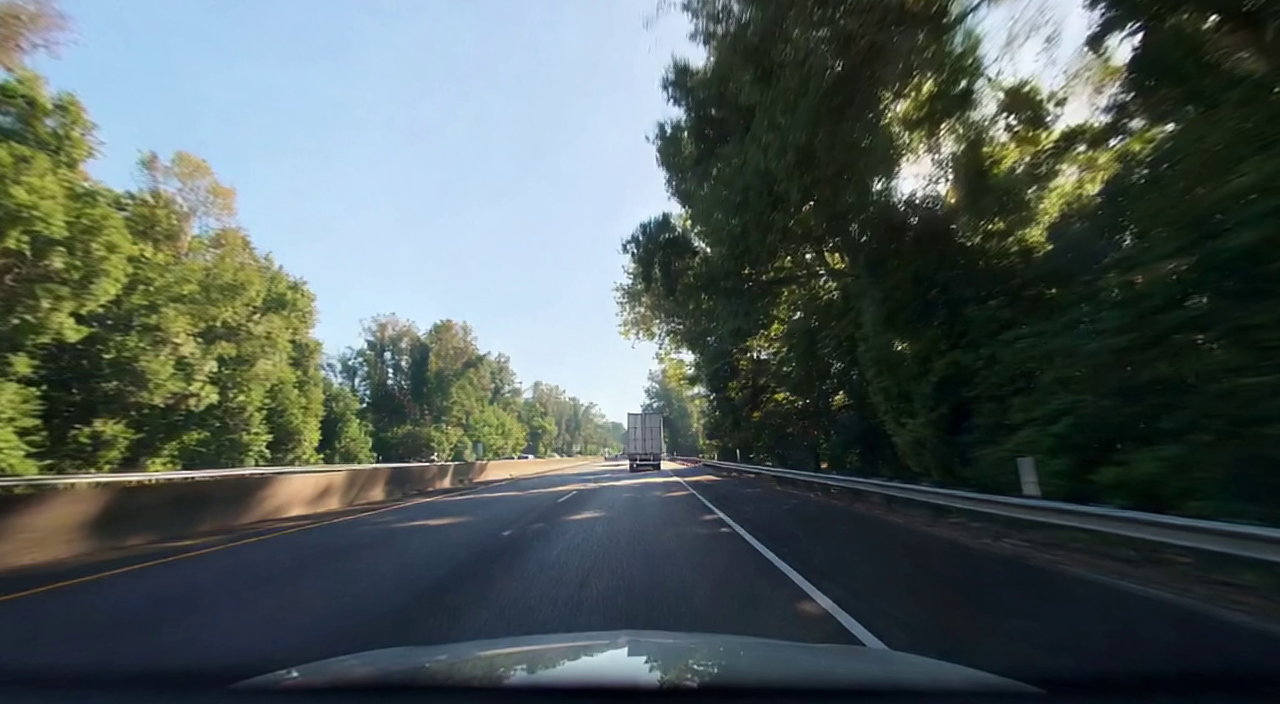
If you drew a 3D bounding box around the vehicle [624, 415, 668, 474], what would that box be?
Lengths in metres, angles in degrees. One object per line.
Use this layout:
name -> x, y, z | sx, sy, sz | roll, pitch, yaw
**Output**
vehicle -> 0.453, 7.121, 48.305 | 3.024, 3.965, 10.399 | 0, -9, 0
